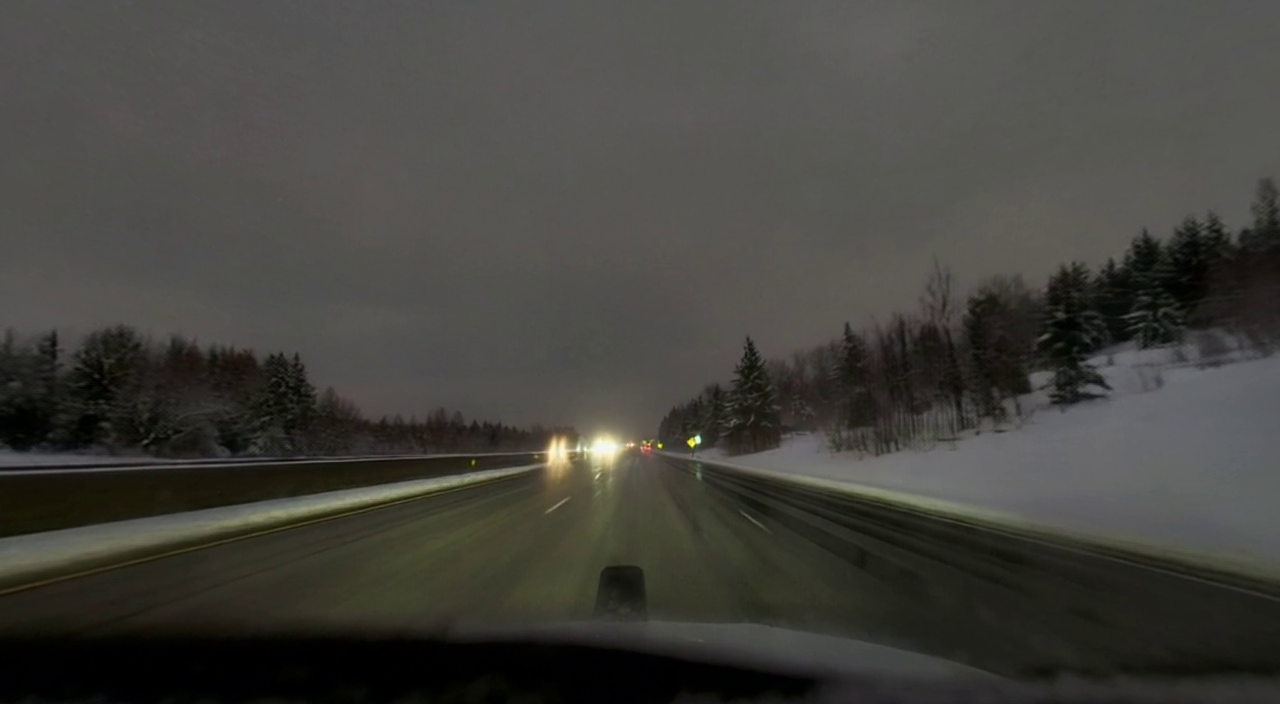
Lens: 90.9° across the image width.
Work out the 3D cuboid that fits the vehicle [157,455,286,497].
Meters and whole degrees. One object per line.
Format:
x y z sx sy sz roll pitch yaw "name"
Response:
-16.661 4.910 25.437 1.874 1.474 4.784 0 -9 1 "vehicle"
